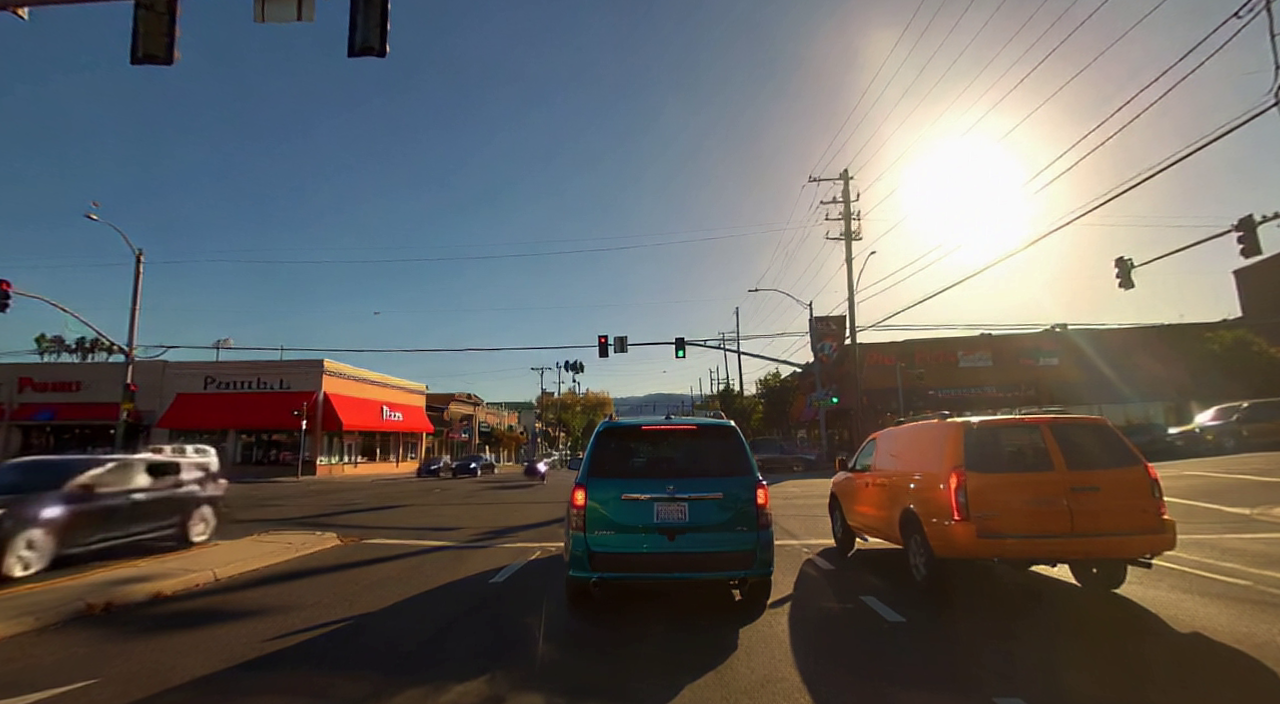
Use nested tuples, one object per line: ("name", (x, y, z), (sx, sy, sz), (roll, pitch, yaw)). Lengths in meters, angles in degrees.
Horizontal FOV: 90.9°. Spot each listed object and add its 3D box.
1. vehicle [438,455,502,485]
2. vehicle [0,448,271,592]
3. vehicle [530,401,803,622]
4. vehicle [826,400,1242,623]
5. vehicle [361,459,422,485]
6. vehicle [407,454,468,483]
("vehicle", (-9.392, 6.559, 35.352), (1.911, 1.461, 4.691), (-1, -8, 5))
("vehicle", (-7.524, 2.098, 8.833), (1.924, 1.453, 4.343), (-1, -8, 3))
("vehicle", (0.256, 1.509, 6.828), (2.098, 1.682, 3.778), (0, -8, 2))
("vehicle", (3.607, 1.516, 6.953), (1.976, 1.664, 4.189), (-1, -8, 2))
("vehicle", (-16.243, 7.845, 41.443), (1.872, 1.433, 4.404), (-1, -8, 6))
("vehicle", (-12.845, 7.399, 40.383), (1.943, 1.680, 4.709), (-1, -8, 6))
